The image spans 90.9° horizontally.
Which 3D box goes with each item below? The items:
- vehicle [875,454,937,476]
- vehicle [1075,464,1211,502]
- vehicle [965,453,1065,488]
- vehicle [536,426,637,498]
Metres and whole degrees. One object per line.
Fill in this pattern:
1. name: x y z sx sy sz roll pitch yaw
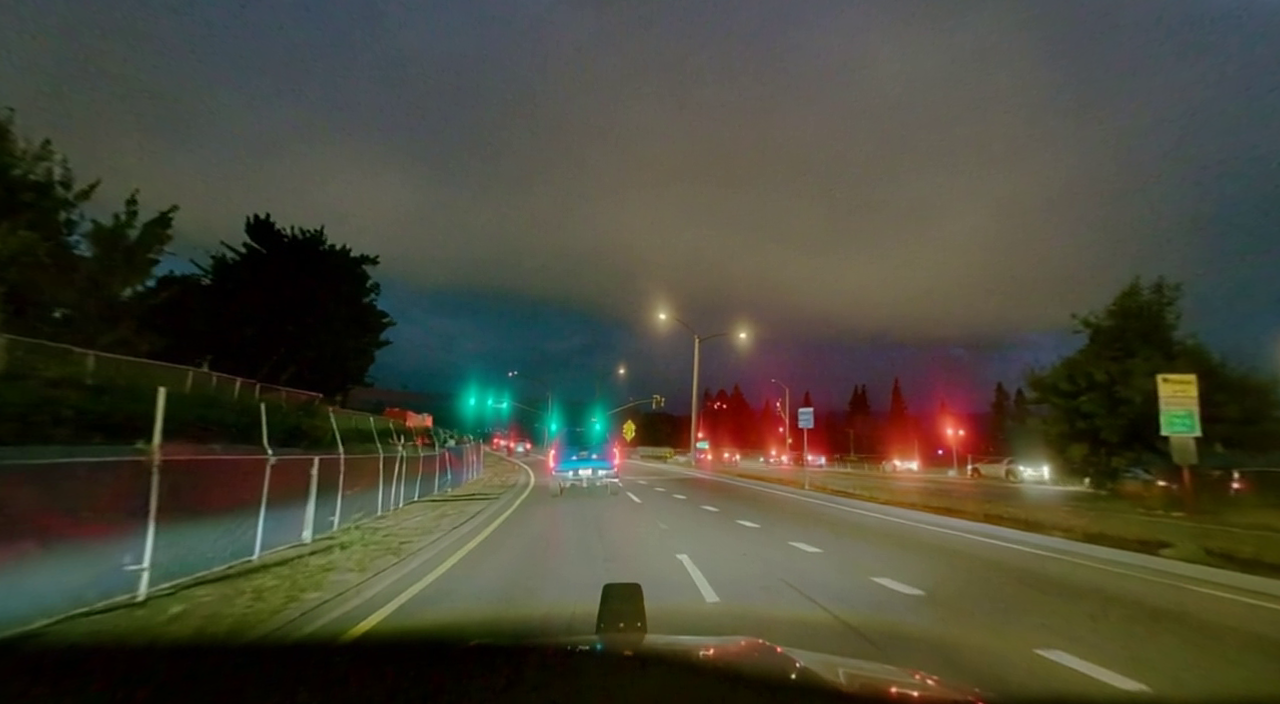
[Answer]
1. vehicle: 19.395 8.242 46.175 1.805 1.494 4.362 2 -9 -14
2. vehicle: 22.879 5.944 28.967 1.850 1.470 4.761 2 -9 -10
3. vehicle: 21.468 6.769 36.394 1.938 1.781 5.078 1 -9 -11
4. vehicle: -1.571 3.060 17.953 2.436 1.698 5.322 1 -9 -6
